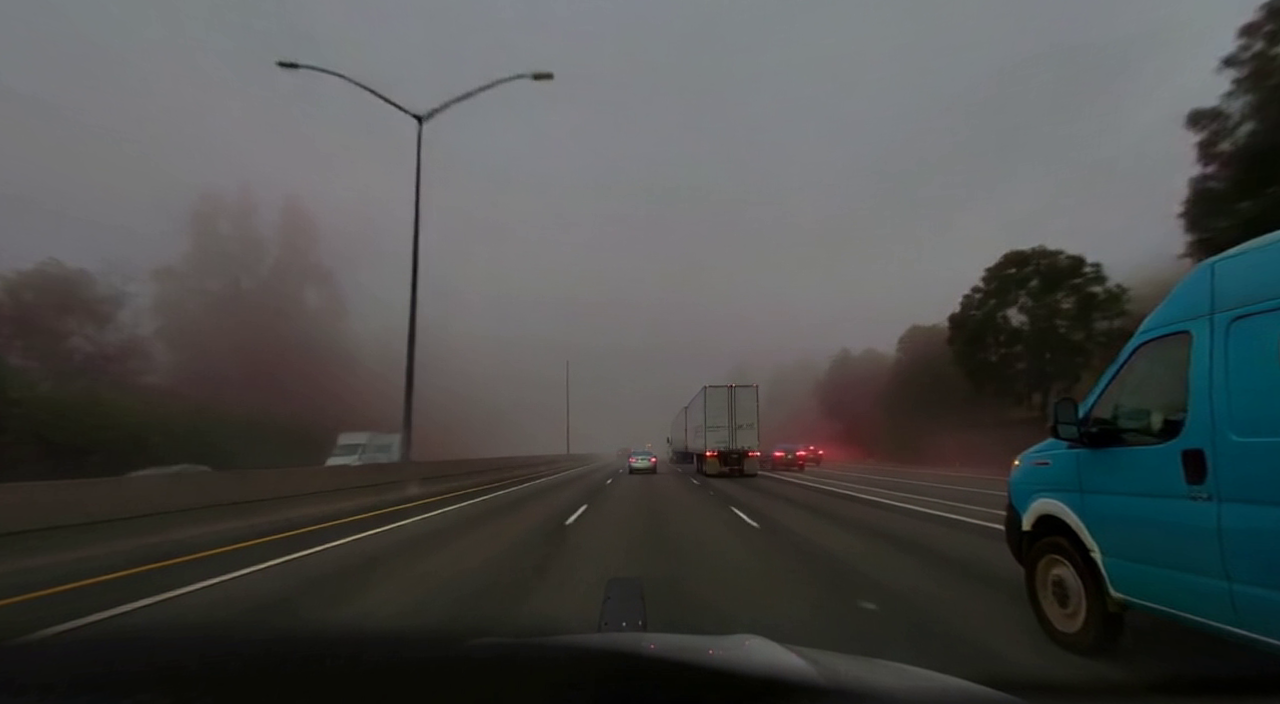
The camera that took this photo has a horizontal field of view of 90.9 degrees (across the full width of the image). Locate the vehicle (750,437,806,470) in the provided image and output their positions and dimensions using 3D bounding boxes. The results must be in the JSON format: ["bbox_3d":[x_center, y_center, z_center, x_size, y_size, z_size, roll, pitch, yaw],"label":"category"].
[{"bbox_3d":[7.860,5.844,36.365,2.144,1.769,4.540,0,-9,-1],"label":"vehicle"}]

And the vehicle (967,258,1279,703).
[{"bbox_3d":[3.770,0.546,1.890,2.441,2.017,5.739,0,-9,0],"label":"vehicle"}]

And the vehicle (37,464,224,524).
[{"bbox_3d":[-15.557,4.332,19.703,1.865,1.500,4.707,0,-9,1],"label":"vehicle"}]

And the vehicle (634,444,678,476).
[{"bbox_3d":[0.728,5.434,31.898,2.063,1.469,4.208,0,-9,0],"label":"vehicle"}]

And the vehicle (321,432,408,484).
[{"bbox_3d":[-19.173,7.409,44.442,2.785,3.296,6.892,0,-9,1],"label":"vehicle"}]

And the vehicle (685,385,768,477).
[{"bbox_3d":[4.330,4.489,34.611,2.821,4.077,12.562,0,-9,0],"label":"vehicle"}]
